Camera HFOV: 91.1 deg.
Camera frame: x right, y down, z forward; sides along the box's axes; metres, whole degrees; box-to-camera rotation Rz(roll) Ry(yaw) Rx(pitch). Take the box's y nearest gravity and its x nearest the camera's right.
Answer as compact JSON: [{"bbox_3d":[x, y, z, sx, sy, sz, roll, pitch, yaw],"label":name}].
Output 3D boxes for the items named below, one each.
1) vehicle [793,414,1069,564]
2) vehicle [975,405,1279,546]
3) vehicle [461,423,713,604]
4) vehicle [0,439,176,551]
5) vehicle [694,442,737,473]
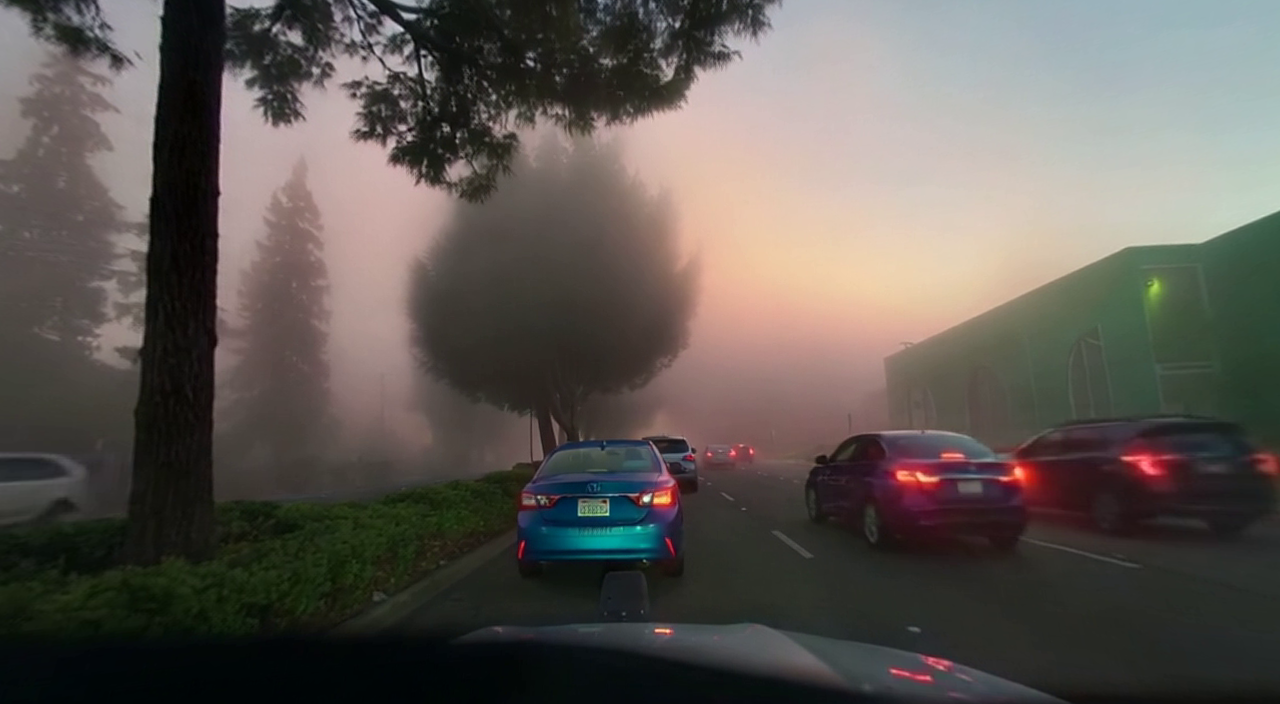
[{"bbox_3d":[3.730,1.827,9.125,1.971,1.637,4.317,0,-9,1],"label":"vehicle"},{"bbox_3d":[7.610,1.864,10.051,2.064,1.747,4.372,0,-9,1],"label":"vehicle"},{"bbox_3d":[-0.454,1.668,7.368,2.111,1.506,4.018,0,-8,0],"label":"vehicle"},{"bbox_3d":[-12.083,2.602,11.771,2.257,1.904,5.751,0,-9,1],"label":"vehicle"},{"bbox_3d":[4.274,6.034,36.108,1.946,1.648,4.230,0,-9,1],"label":"vehicle"}]
